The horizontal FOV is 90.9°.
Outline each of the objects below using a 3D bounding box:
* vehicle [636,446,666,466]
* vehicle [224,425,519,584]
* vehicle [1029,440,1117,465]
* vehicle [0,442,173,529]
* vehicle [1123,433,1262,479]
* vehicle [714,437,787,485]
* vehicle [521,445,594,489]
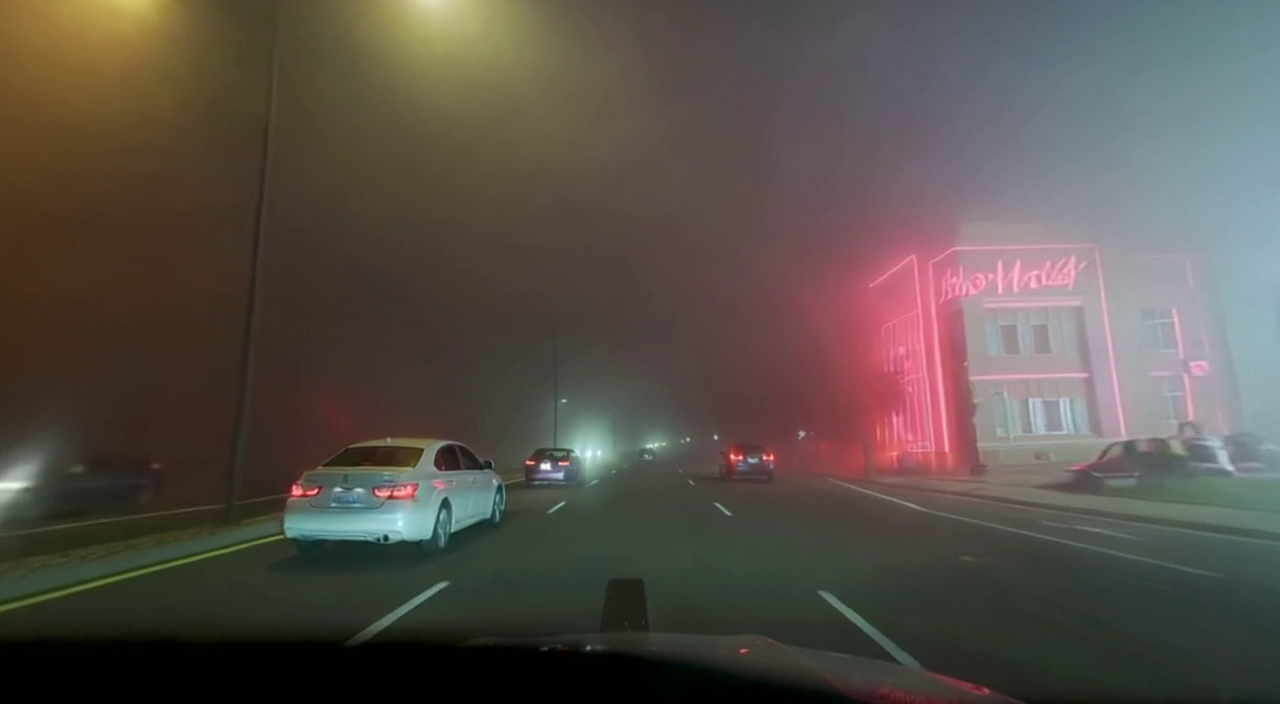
[{"bbox_3d":[0.874,7.919,48.113,2.164,1.477,3.988,-1,-8,2],"label":"vehicle"},{"bbox_3d":[-3.127,1.860,8.616,2.118,1.568,4.436,0,-8,-1],"label":"vehicle"},{"bbox_3d":[30.378,7.090,44.363,4.667,1.674,1.767,-1,-9,9],"label":"vehicle"},{"bbox_3d":[-12.247,2.616,12.899,2.110,1.512,4.107,-1,-8,2],"label":"vehicle"},{"bbox_3d":[17.882,3.355,20.450,3.368,1.389,1.595,2,-9,-12],"label":"vehicle"},{"bbox_3d":[4.284,4.291,25.060,2.103,1.699,4.171,0,-8,0],"label":"vehicle"},{"bbox_3d":[-2.924,4.176,23.306,1.980,1.454,4.226,-1,-8,2],"label":"vehicle"}]
